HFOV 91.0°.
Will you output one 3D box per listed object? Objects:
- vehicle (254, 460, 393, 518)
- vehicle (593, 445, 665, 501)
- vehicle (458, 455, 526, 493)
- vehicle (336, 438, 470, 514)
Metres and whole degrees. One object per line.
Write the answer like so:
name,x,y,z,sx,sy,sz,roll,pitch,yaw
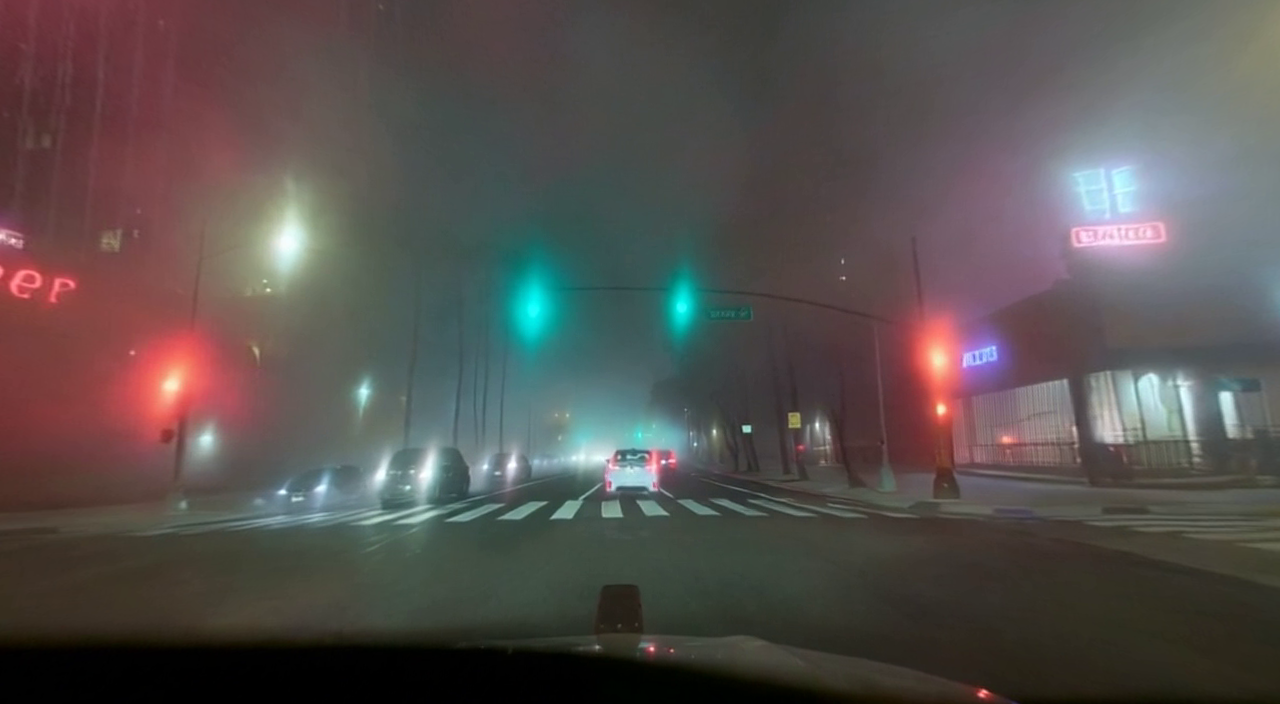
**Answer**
vehicle,-9.655,4.164,19.674,1.977,1.475,4.491,0,-9,0
vehicle,-0.354,3.913,20.829,2.145,1.632,3.972,0,-9,-1
vehicle,-6.498,5.380,28.199,1.951,1.476,4.452,0,-9,0
vehicle,-6.685,3.520,18.451,2.070,1.893,4.738,0,-9,0
